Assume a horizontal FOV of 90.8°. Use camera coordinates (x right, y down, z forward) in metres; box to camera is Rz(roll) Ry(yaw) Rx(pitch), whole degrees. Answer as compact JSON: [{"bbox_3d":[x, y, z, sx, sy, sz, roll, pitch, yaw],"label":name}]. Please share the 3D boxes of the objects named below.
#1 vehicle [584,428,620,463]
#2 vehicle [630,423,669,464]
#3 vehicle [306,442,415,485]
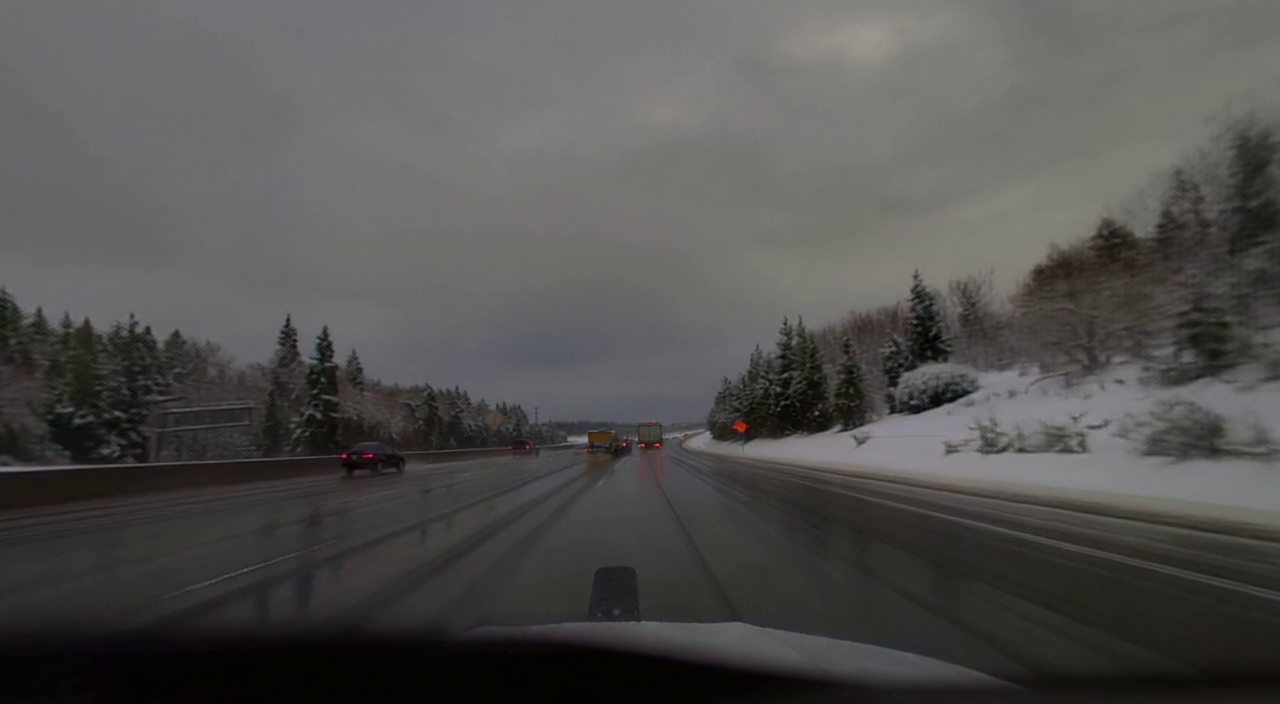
[{"bbox_3d":[-2.872,7.319,49.357,2.328,2.519,5.238,0,-8,1],"label":"vehicle"},{"bbox_3d":[0.731,7.009,48.718,2.768,2.854,6.757,1,-8,1],"label":"vehicle"},{"bbox_3d":[-10.327,4.136,23.820,1.952,1.457,4.689,0,-8,0],"label":"vehicle"}]
